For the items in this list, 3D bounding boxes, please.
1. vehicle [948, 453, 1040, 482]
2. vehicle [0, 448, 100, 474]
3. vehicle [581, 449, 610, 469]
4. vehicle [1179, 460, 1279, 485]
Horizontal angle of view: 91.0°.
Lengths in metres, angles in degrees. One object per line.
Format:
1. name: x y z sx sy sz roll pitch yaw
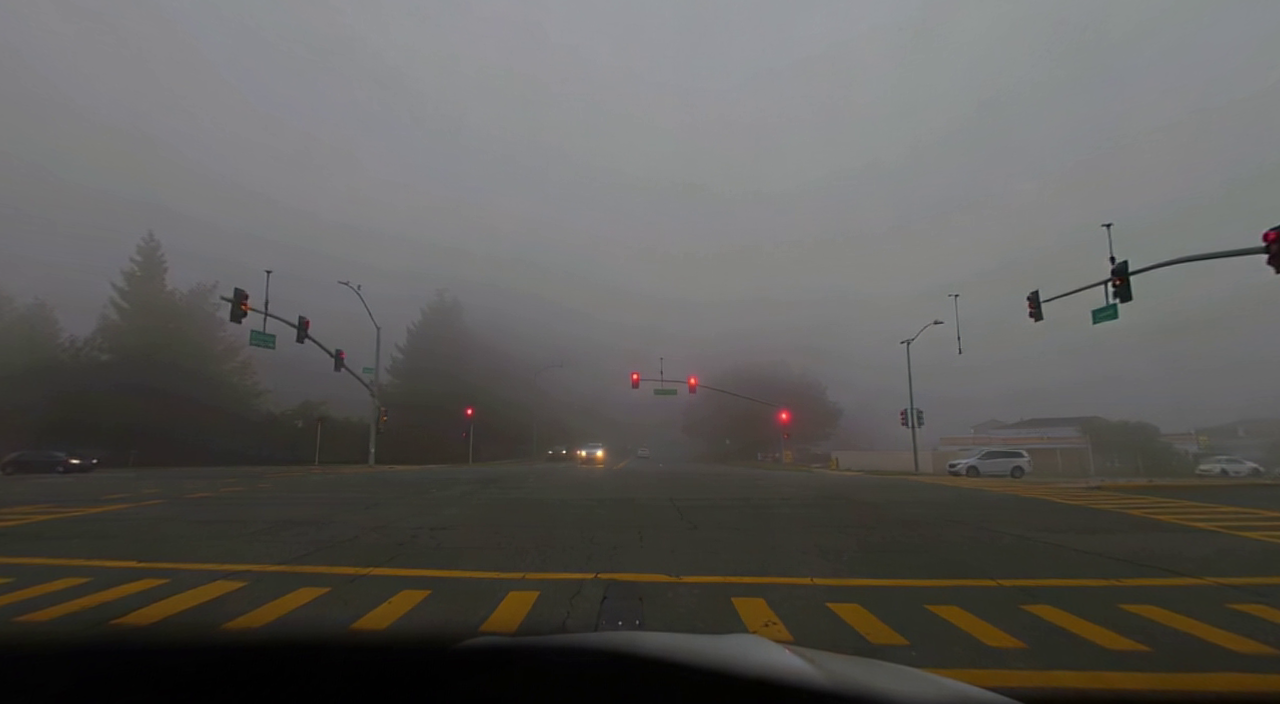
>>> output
1. vehicle: 21.093 6.876 37.598 4.447 1.623 1.801 0 -9 -3
2. vehicle: -35.143 6.421 37.180 4.741 1.447 1.807 0 -9 0
3. vehicle: -3.455 8.363 49.215 1.908 1.441 4.142 0 -8 1
4. vehicle: 36.210 7.319 38.313 4.976 1.428 1.929 0 -9 -2
